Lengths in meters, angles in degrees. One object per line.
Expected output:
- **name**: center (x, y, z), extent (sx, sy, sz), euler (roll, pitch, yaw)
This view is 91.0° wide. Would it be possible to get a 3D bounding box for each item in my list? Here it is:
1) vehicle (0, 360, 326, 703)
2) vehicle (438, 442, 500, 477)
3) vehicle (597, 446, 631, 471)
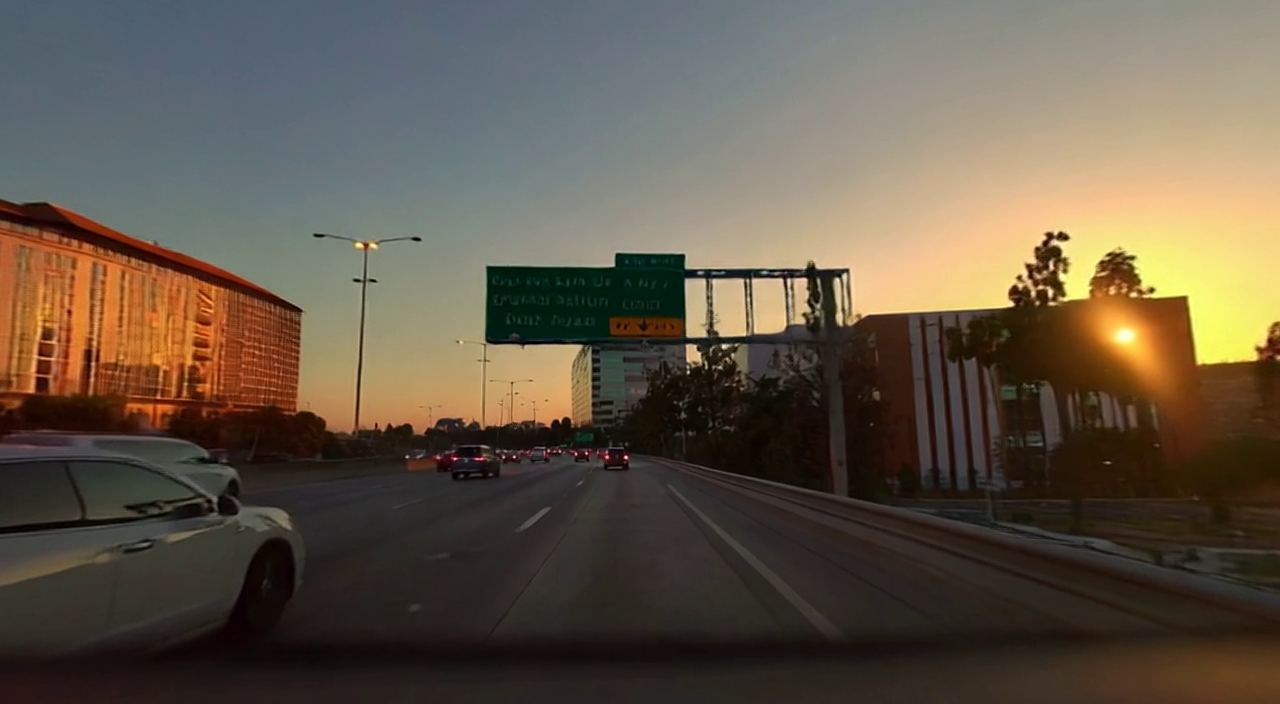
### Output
- **vehicle**: center (-3.656, 0.948, 2.861), extent (2.036, 1.717, 4.592), euler (-1, -8, 1)
- **vehicle**: center (-8.736, 5.518, 32.594), extent (2.065, 1.689, 4.399), euler (0, -8, -1)
- **vehicle**: center (-1.745, 7.120, 42.337), extent (2.110, 1.501, 4.319), euler (0, -8, -2)
